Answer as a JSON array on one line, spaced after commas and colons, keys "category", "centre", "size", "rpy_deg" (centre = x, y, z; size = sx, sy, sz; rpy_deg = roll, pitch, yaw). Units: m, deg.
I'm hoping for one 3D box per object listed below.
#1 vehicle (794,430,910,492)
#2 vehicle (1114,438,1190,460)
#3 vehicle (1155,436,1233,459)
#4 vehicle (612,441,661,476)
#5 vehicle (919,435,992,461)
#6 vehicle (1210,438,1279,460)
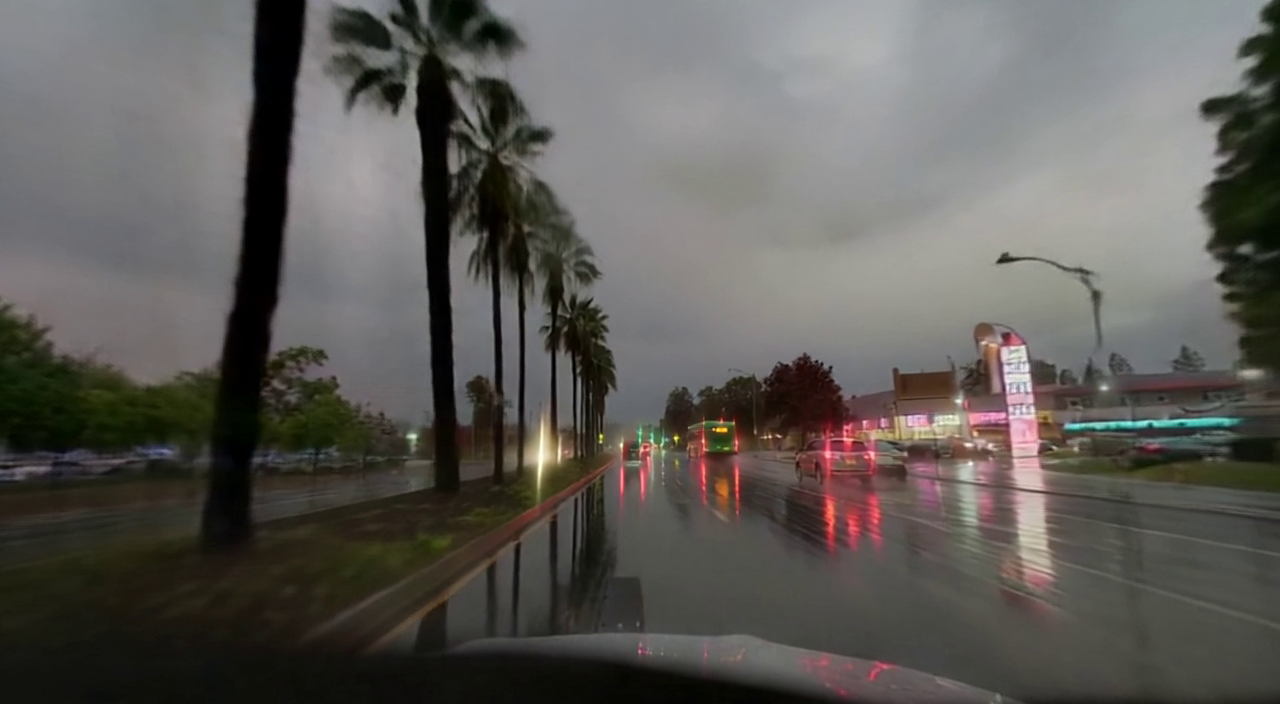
[{"category": "vehicle", "centre": [6.320, 3.309, 19.407], "size": [2.031, 1.670, 4.154], "rpy_deg": [0, -9, -1]}, {"category": "vehicle", "centre": [36.056, 6.859, 44.673], "size": [1.831, 1.432, 4.544], "rpy_deg": [-1, -9, 5]}, {"category": "vehicle", "centre": [38.647, 6.683, 44.184], "size": [1.778, 1.478, 4.067], "rpy_deg": [-3, -9, 2]}, {"category": "vehicle", "centre": [-0.146, 4.844, 28.945], "size": [2.065, 1.477, 4.306], "rpy_deg": [0, -9, 0]}, {"category": "vehicle", "centre": [24.104, 7.357, 48.313], "size": [4.595, 1.845, 1.919], "rpy_deg": [0, -8, -6]}, {"category": "vehicle", "centre": [43.397, 6.813, 44.545], "size": [1.932, 1.414, 4.451], "rpy_deg": [-2, -8, -6]}]
